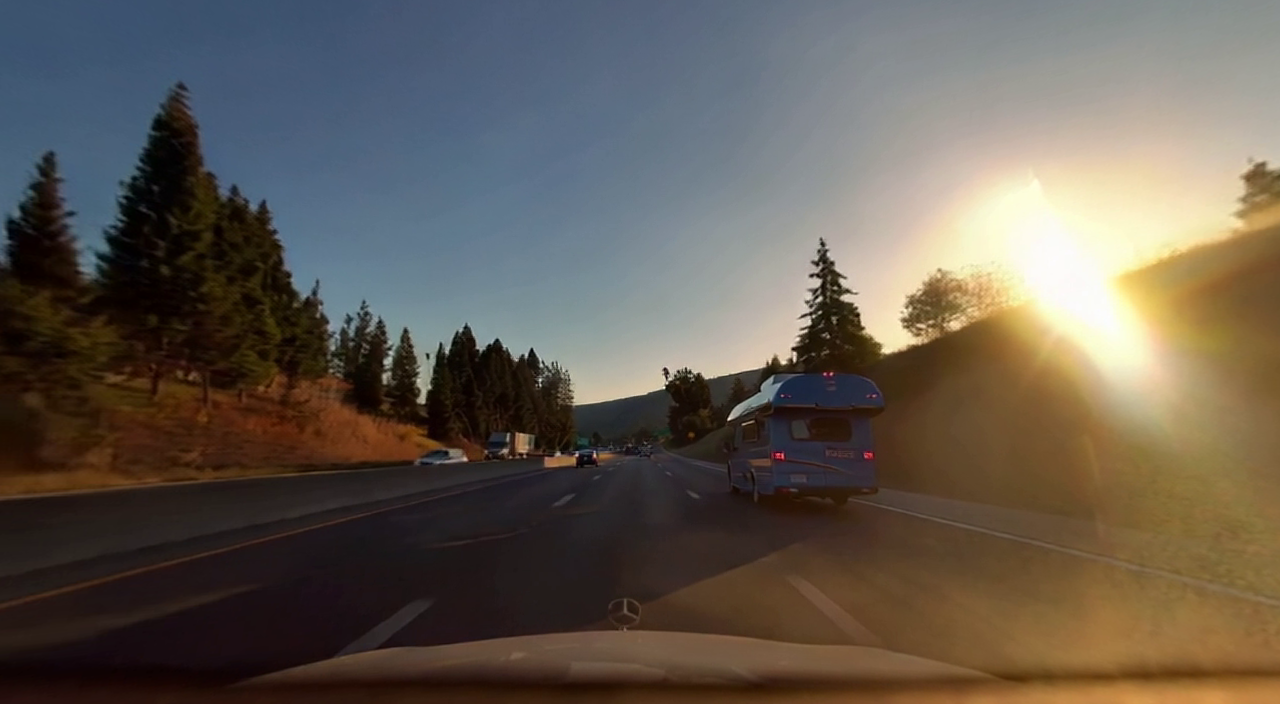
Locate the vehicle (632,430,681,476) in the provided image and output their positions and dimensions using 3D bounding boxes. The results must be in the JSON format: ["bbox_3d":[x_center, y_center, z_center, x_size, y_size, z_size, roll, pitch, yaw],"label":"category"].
[{"bbox_3d":[0.850,5.597,35.103,2.524,2.310,4.986,0,-9,0],"label":"vehicle"}]

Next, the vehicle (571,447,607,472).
[{"bbox_3d":[-3.305,7.112,41.975,1.959,1.502,4.559,0,-9,1],"label":"vehicle"}]

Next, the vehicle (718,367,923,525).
[{"bbox_3d":[3.790,2.270,15.370,2.607,2.910,7.252,0,-9,-2],"label":"vehicle"}]

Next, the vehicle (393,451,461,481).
[{"bbox_3d":[-11.129,5.964,33.292,1.935,1.447,4.594,0,-9,1],"label":"vehicle"}]
